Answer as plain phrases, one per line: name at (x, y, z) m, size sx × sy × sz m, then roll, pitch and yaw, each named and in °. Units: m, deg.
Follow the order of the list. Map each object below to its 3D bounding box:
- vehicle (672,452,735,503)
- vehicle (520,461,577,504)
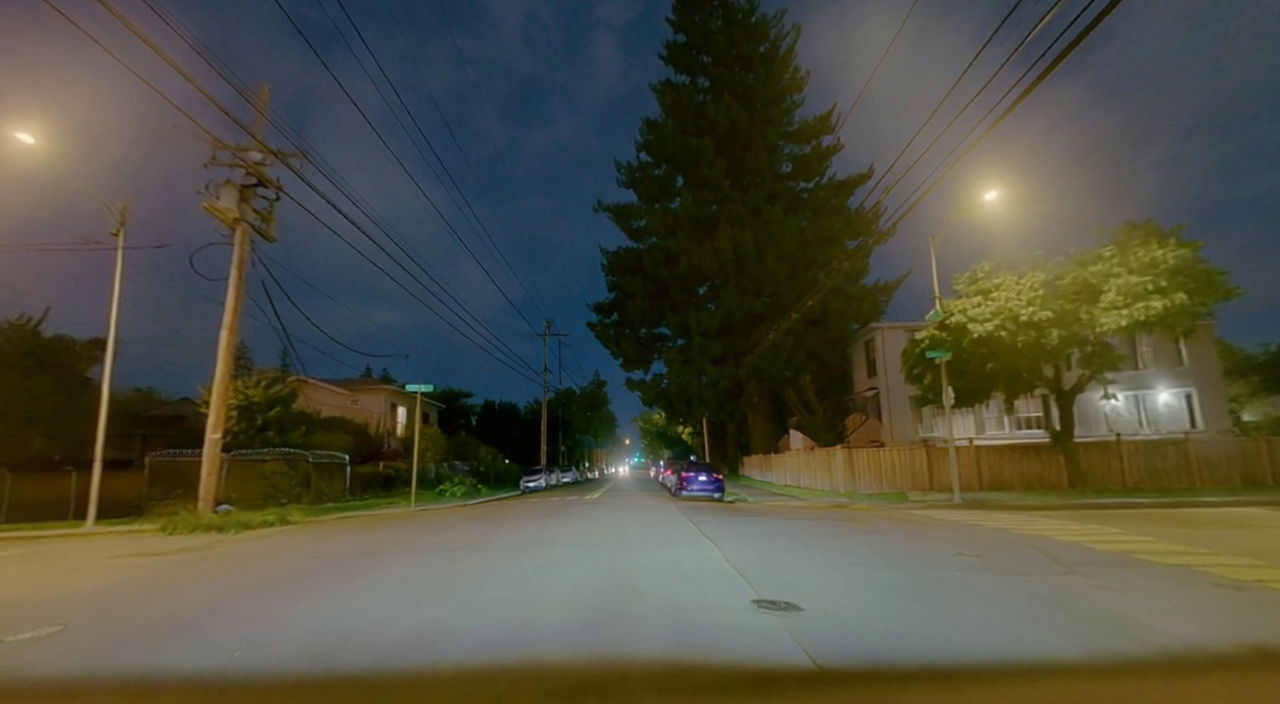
vehicle at (2.581, 5.263, 26.946) m, size 2.051 × 1.874 × 4.459 m, roll 0°, pitch -8°, yaw -2°
vehicle at (-4.304, 6.226, 30.451) m, size 2.189 × 1.771 × 4.571 m, roll 0°, pitch -9°, yaw -1°
